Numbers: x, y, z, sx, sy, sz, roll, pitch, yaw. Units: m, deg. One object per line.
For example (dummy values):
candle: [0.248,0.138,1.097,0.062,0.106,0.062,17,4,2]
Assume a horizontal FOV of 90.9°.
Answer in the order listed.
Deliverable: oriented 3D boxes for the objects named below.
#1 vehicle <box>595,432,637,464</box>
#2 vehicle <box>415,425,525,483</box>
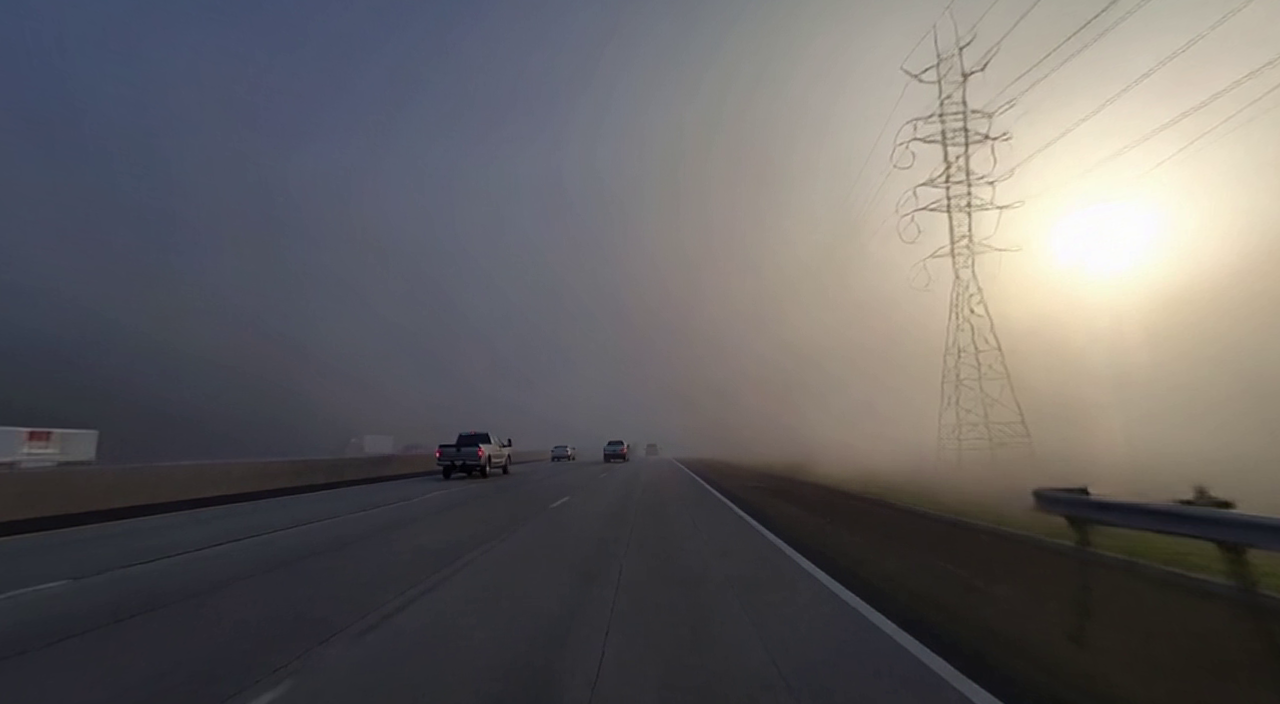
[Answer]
vehicle: [-1.556,6.591,43.383,2.448,2.025,5.193,-1,-8,3]
vehicle: [-6.559,4.040,25.382,2.460,1.992,6.474,0,-8,1]
